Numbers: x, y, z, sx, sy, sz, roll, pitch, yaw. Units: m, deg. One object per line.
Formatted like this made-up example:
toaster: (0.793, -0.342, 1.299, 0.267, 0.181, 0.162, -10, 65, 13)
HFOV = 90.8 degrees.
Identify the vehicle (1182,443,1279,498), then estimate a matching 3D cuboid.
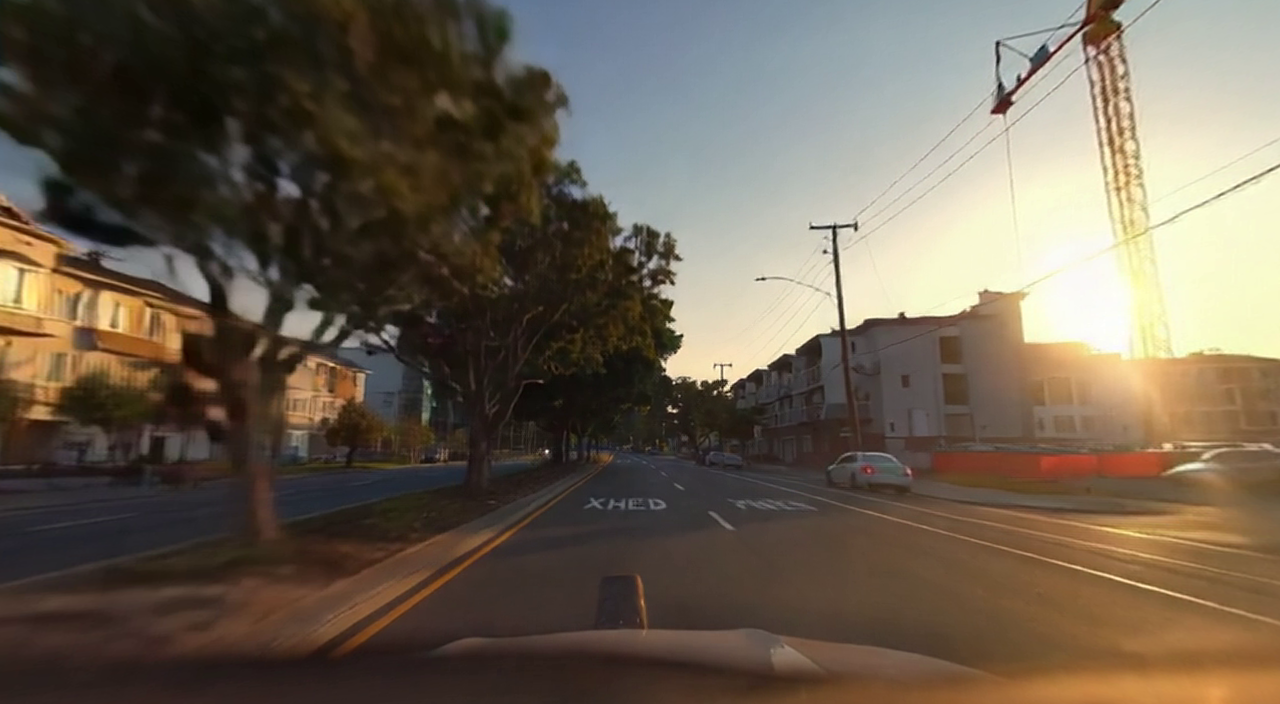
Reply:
vehicle: (21.051, 3.926, 21.191, 1.965, 1.690, 4.077, 0, -9, -1)

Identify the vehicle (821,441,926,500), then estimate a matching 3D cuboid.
vehicle: (8.153, 4.125, 22.476, 2.080, 1.706, 4.392, 5, -9, 1)
